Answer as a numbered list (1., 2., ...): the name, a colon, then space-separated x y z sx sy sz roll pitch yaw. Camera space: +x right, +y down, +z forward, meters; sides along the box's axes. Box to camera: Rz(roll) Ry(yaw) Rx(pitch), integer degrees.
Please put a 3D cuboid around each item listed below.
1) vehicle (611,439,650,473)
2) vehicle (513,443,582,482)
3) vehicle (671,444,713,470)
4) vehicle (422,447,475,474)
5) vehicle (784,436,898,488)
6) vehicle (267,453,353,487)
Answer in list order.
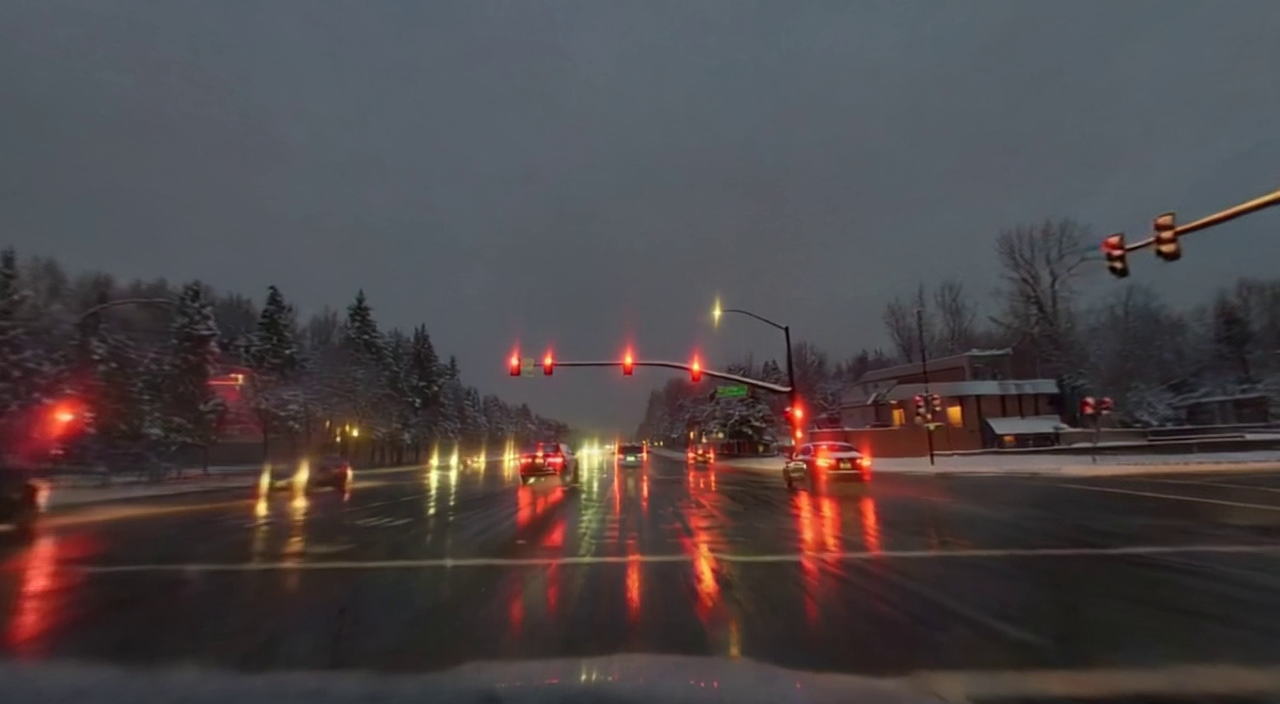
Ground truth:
1. vehicle: -0.490 5.586 34.272 2.008 1.716 4.125 0 -8 0
2. vehicle: -3.771 4.570 26.480 2.163 1.474 4.413 0 -8 1
3. vehicle: 3.058 6.275 37.932 2.014 1.430 4.103 0 -8 -2
4. vehicle: -12.233 6.916 40.643 1.975 1.450 4.561 -5 -8 -1
5. vehicle: 6.234 3.455 20.272 2.028 1.451 4.625 0 -8 -1
6. vehicle: -15.834 5.653 30.590 1.893 1.429 4.188 0 -8 1
